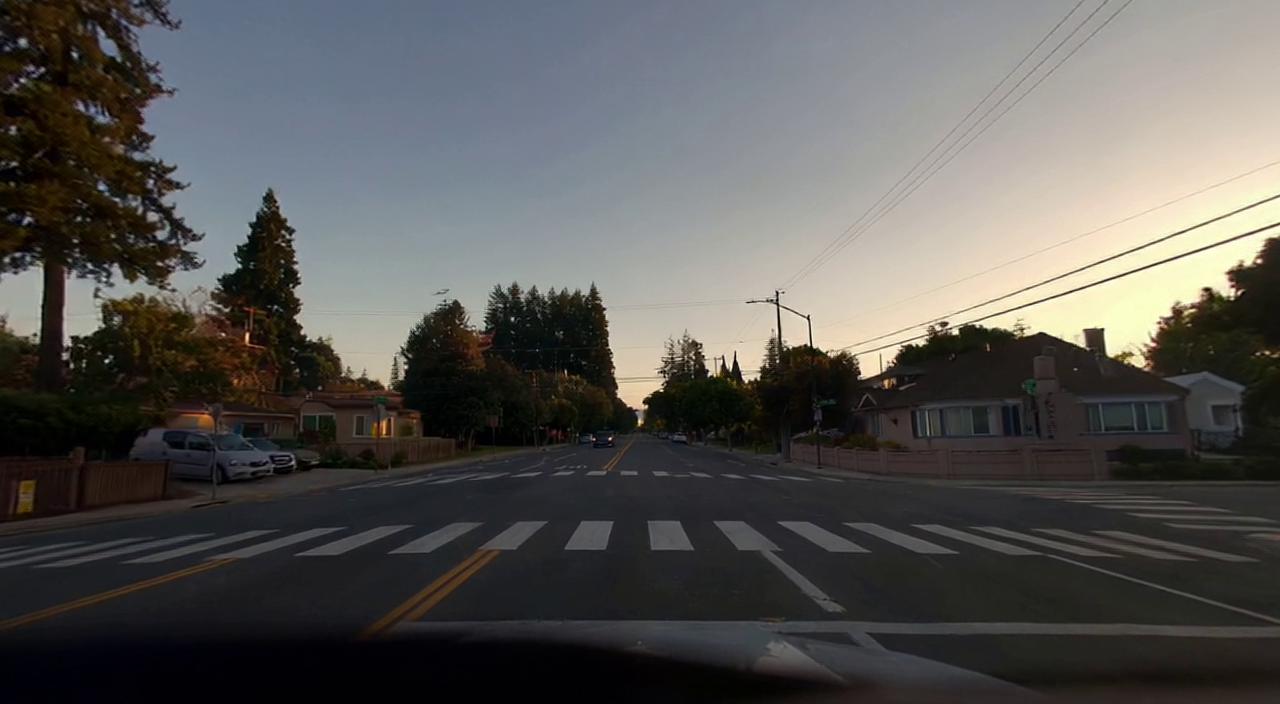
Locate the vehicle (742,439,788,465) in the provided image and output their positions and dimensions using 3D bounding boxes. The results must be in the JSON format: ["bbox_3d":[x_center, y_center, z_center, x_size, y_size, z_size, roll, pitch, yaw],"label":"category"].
[{"bbox_3d":[7.996,6.440,40.874,2.029,1.554,4.705,0,-9,1],"label":"vehicle"}]

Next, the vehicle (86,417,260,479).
[{"bbox_3d":[-17.929,3.729,24.493,4.800,2.259,2.303,0,-9,-1],"label":"vehicle"}]

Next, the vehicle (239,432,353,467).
[{"bbox_3d":[-17.957,5.121,33.146,4.743,1.734,1.994,0,-9,0],"label":"vehicle"}]
